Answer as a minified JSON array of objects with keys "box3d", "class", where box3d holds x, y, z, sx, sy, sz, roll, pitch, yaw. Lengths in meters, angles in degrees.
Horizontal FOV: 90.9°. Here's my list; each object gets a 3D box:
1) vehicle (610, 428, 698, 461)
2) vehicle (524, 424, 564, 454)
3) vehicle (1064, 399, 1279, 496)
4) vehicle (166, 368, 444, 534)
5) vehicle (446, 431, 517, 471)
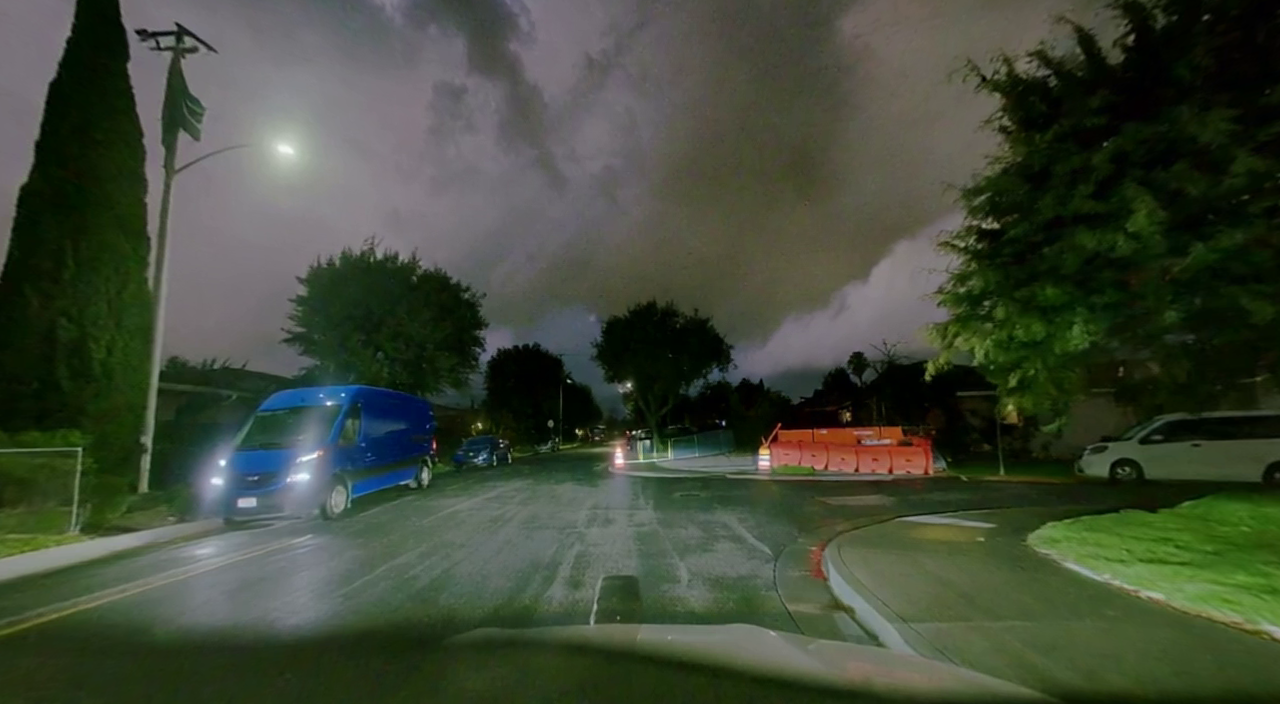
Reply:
[{"box3d":[0.722,4.431,30.378,4.070,1.436,1.827,6,-10,-40],"class":"vehicle"},{"box3d":[-6.566,6.014,43.608,2.042,1.937,4.960,0,-8,0],"class":"vehicle"},{"box3d":[12.460,2.117,14.168,4.624,1.924,2.005,-5,-9,31],"class":"vehicle"},{"box3d":[-6.384,1.918,13.470,2.284,2.500,7.006,-2,-6,-1],"class":"vehicle"},{"box3d":[-6.549,4.125,26.519,1.899,1.524,4.082,0,-8,0],"class":"vehicle"}]
